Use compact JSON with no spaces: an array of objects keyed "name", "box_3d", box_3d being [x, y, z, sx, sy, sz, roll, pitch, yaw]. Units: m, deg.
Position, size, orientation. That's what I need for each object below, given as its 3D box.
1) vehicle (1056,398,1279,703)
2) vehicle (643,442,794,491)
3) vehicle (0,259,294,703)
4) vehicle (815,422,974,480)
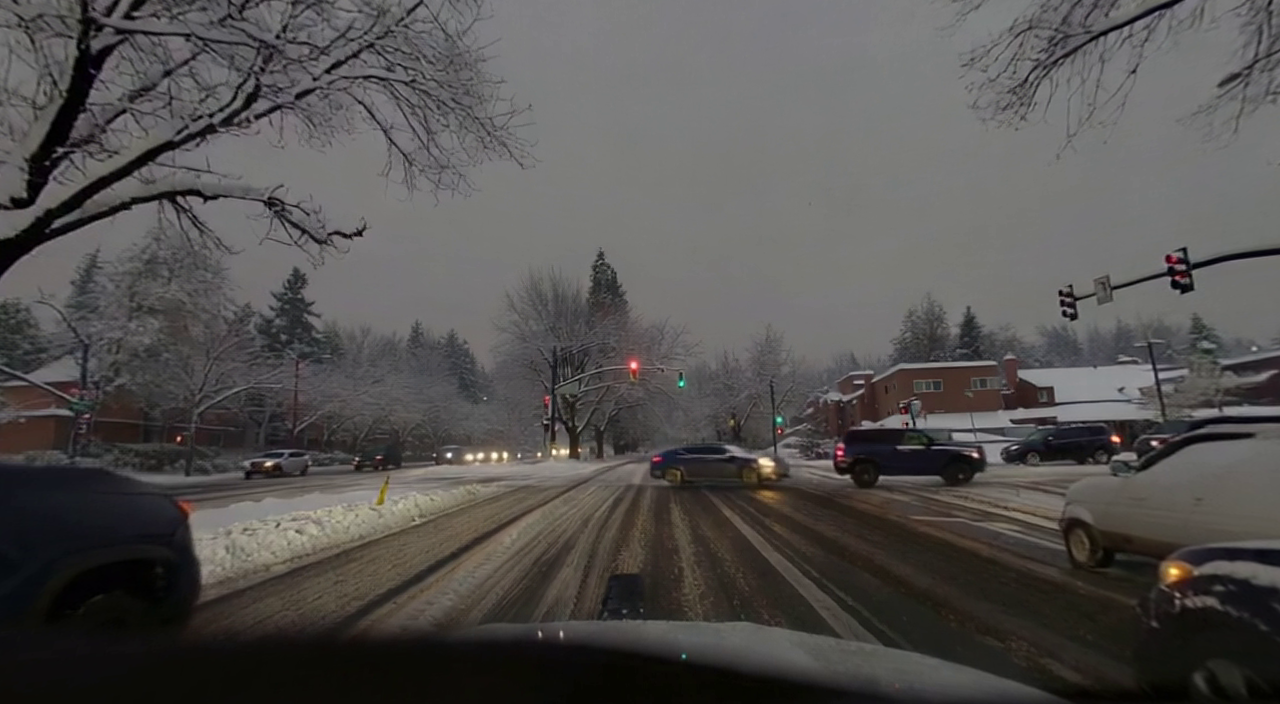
[{"name":"vehicle","box_3d":[3.096,0.714,0.897,1.990,1.454,4.490,0,-8,1]},{"name":"vehicle","box_3d":[2.326,3.362,18.798,4.050,1.304,1.921,-5,-10,30]},{"name":"vehicle","box_3d":[-3.259,0.523,1.274,2.231,1.898,4.985,0,-8,0]},{"name":"vehicle","box_3d":[9.083,3.526,22.520,4.958,1.842,2.276,-5,-10,29]}]
